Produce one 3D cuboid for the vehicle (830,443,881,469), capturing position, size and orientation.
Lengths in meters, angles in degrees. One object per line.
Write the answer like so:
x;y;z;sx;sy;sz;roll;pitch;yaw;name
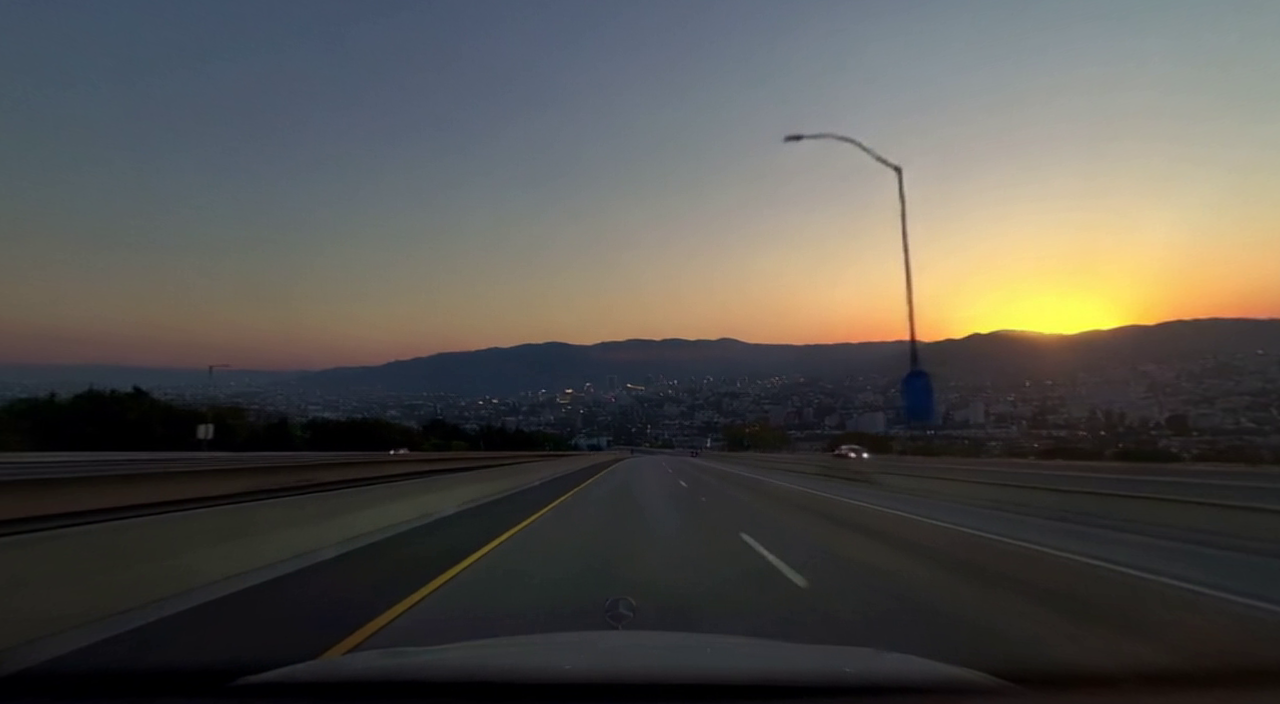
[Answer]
13.944;6.728;40.954;1.770;1.578;3.997;0;-9;-2;vehicle
